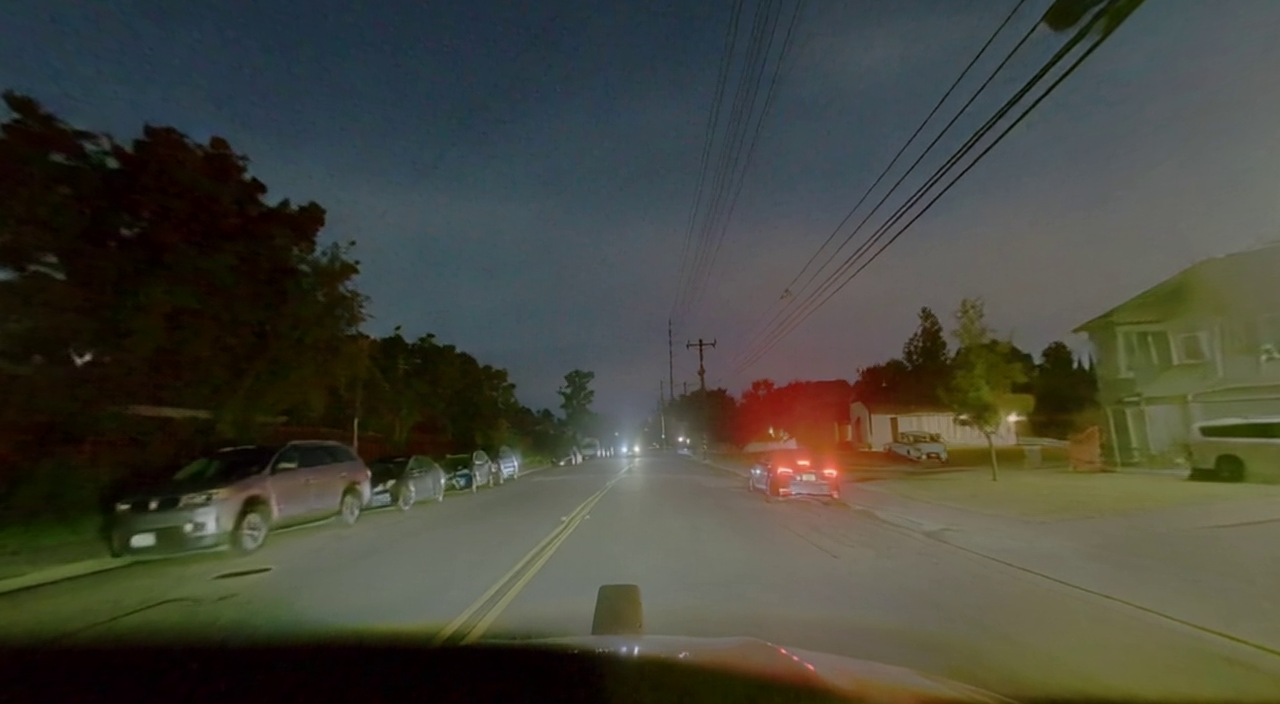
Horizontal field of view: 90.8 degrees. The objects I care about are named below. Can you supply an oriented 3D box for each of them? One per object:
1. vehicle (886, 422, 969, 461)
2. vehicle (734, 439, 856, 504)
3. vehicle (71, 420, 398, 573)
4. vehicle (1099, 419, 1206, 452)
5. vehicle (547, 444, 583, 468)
[{"bbox_3d":[13.764,4.373,30.611,2.039,1.712,4.766,-1,-9,4],"label":"vehicle"},{"bbox_3d":[3.991,3.159,17.227,2.108,1.493,4.878,0,-9,0],"label":"vehicle"},{"bbox_3d":[-6.171,2.230,10.663,2.192,1.873,4.985,-2,-9,0],"label":"vehicle"},{"bbox_3d":[24.614,4.077,30.604,1.796,1.471,4.679,-1,-9,8],"label":"vehicle"},{"bbox_3d":[-5.543,7.769,47.280,2.055,1.666,4.168,-2,-9,2],"label":"vehicle"}]
